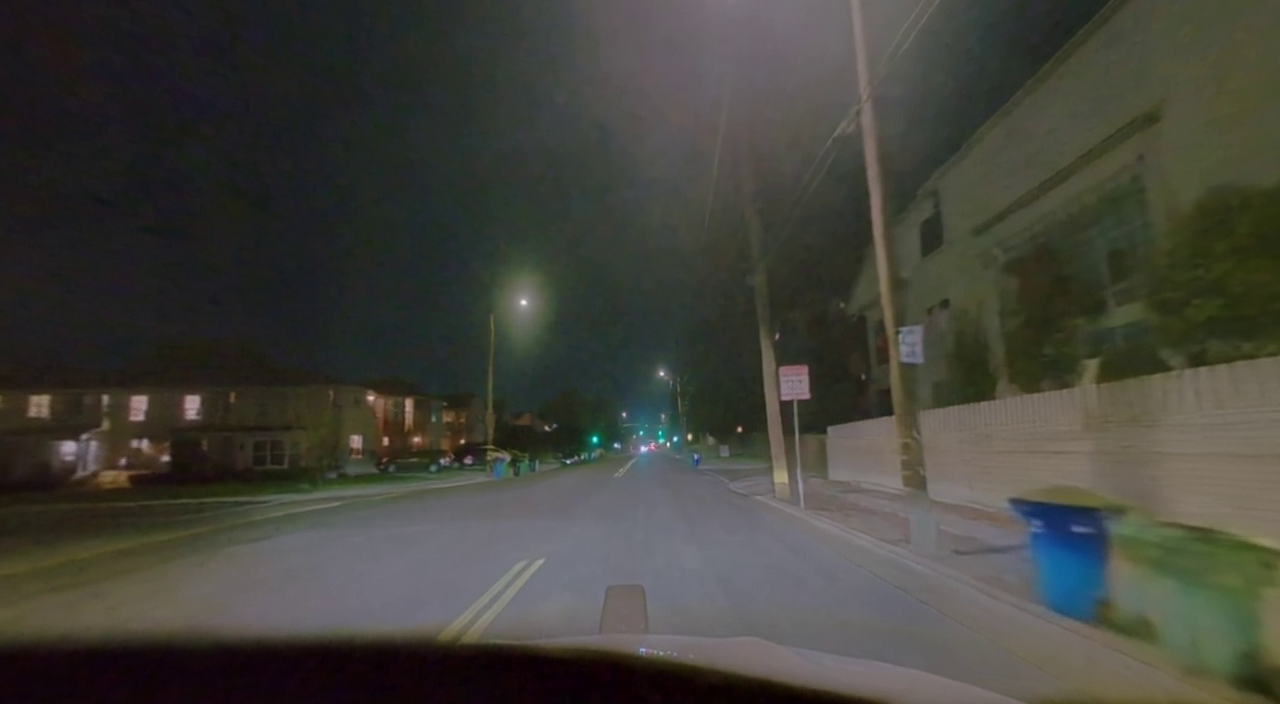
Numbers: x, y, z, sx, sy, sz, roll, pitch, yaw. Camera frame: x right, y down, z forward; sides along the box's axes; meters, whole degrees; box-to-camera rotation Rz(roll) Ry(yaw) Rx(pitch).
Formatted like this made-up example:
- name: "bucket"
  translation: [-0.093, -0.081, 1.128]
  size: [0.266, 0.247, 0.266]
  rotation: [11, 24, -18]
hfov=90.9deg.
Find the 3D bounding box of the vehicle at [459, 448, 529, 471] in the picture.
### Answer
- name: "vehicle"
  translation: [-9.998, 7.296, 43.111]
  size: [4.293, 1.484, 1.981]
  rotation: [4, -9, -22]
